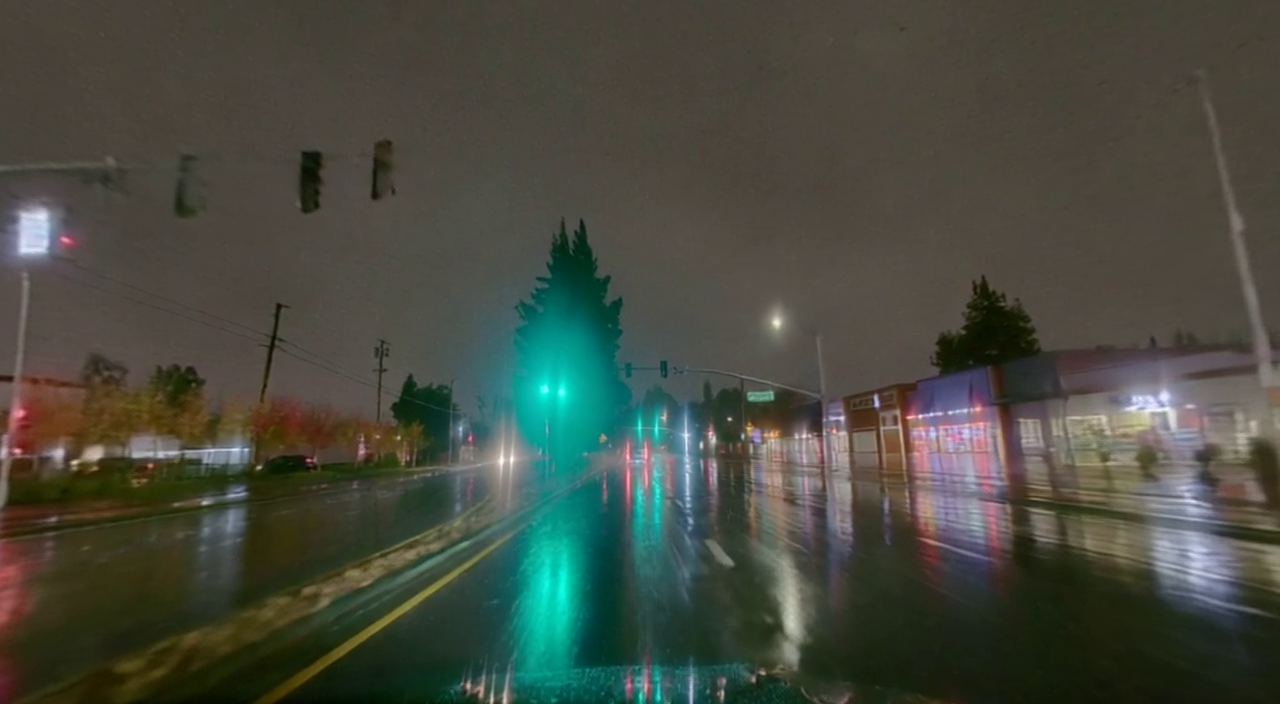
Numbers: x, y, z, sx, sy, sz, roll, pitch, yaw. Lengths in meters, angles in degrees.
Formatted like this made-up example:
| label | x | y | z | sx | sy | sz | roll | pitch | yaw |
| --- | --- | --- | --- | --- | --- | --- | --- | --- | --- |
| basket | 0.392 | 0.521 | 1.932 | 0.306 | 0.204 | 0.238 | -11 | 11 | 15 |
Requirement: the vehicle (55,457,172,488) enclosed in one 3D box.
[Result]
| label | x | y | z | sx | sy | sz | roll | pitch | yaw |
| --- | --- | --- | --- | --- | --- | --- | --- | --- | --- |
| vehicle | -31.059 | 7.109 | 37.412 | 4.919 | 1.720 | 2.217 | 0 | -9 | 1 |
